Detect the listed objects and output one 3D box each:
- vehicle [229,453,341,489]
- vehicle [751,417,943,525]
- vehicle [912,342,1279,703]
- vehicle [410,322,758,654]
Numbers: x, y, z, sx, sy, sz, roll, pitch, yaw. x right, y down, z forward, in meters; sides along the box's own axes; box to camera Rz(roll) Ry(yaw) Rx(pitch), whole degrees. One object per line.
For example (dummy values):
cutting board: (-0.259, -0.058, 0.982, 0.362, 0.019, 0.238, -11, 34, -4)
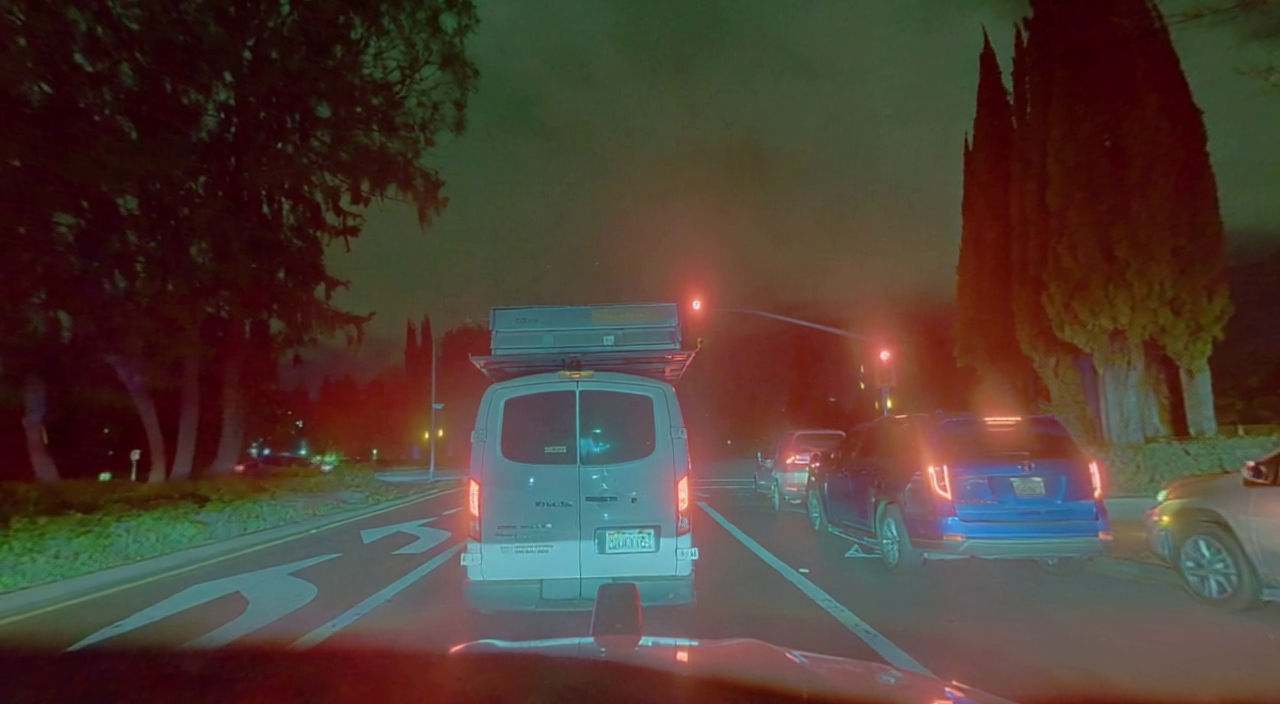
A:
vehicle: (-17.413, 5.843, 31.234, 4.501, 1.613, 1.852, 3, -9, -20)
vehicle: (3.687, 2.213, 12.262, 2.024, 1.692, 4.252, 1, -9, -4)
vehicle: (3.464, 0.943, 3.410, 1.965, 1.671, 4.146, 0, -9, -3)
vehicle: (-0.357, 1.154, 6.188, 2.145, 2.089, 4.309, 0, -9, 0)
